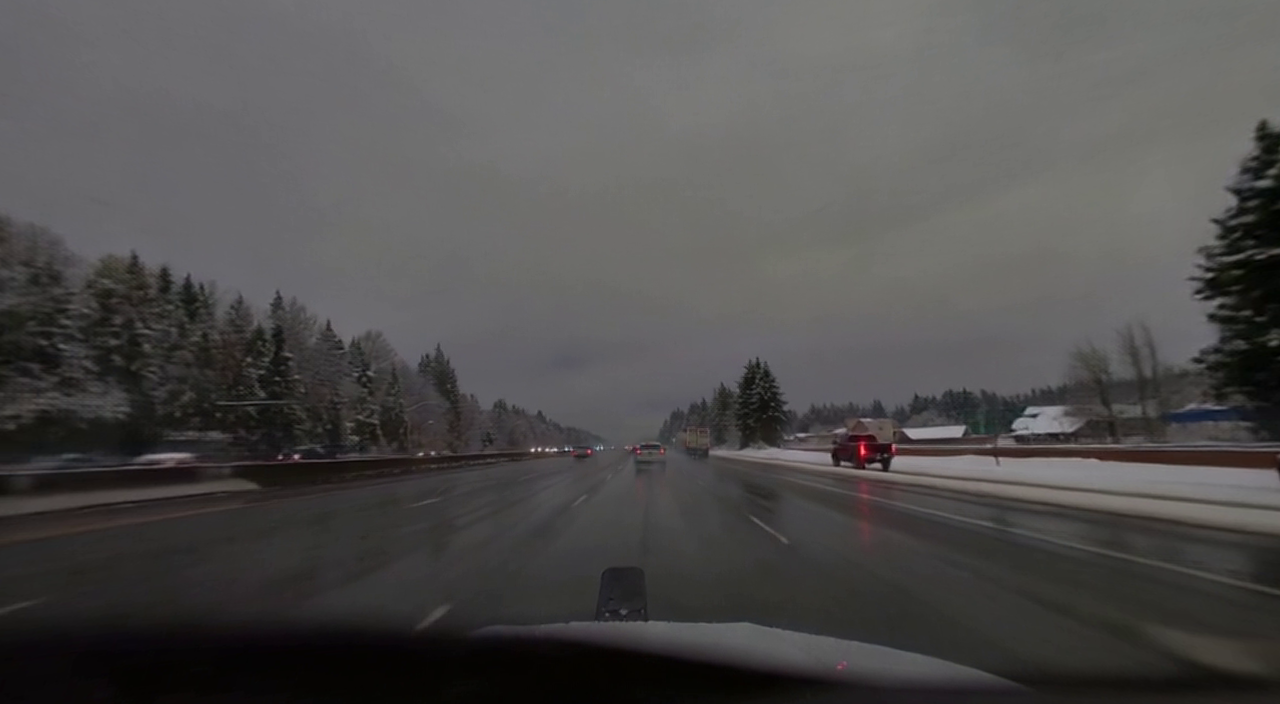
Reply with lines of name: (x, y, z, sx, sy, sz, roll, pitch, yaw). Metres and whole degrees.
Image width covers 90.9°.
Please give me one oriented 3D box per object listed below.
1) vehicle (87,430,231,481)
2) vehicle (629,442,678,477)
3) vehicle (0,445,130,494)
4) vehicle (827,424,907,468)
vehicle: (-24.945, 5.402, 33.219, 2.187, 2.399, 6.679, -1, -8, 1)
vehicle: (0.583, 4.920, 29.207, 2.112, 1.482, 4.082, 0, -8, 0)
vehicle: (-21.233, 4.133, 22.577, 1.930, 1.545, 4.734, -1, -8, 1)
vehicle: (13.542, 5.696, 38.135, 2.336, 2.415, 6.056, 0, -8, -3)
